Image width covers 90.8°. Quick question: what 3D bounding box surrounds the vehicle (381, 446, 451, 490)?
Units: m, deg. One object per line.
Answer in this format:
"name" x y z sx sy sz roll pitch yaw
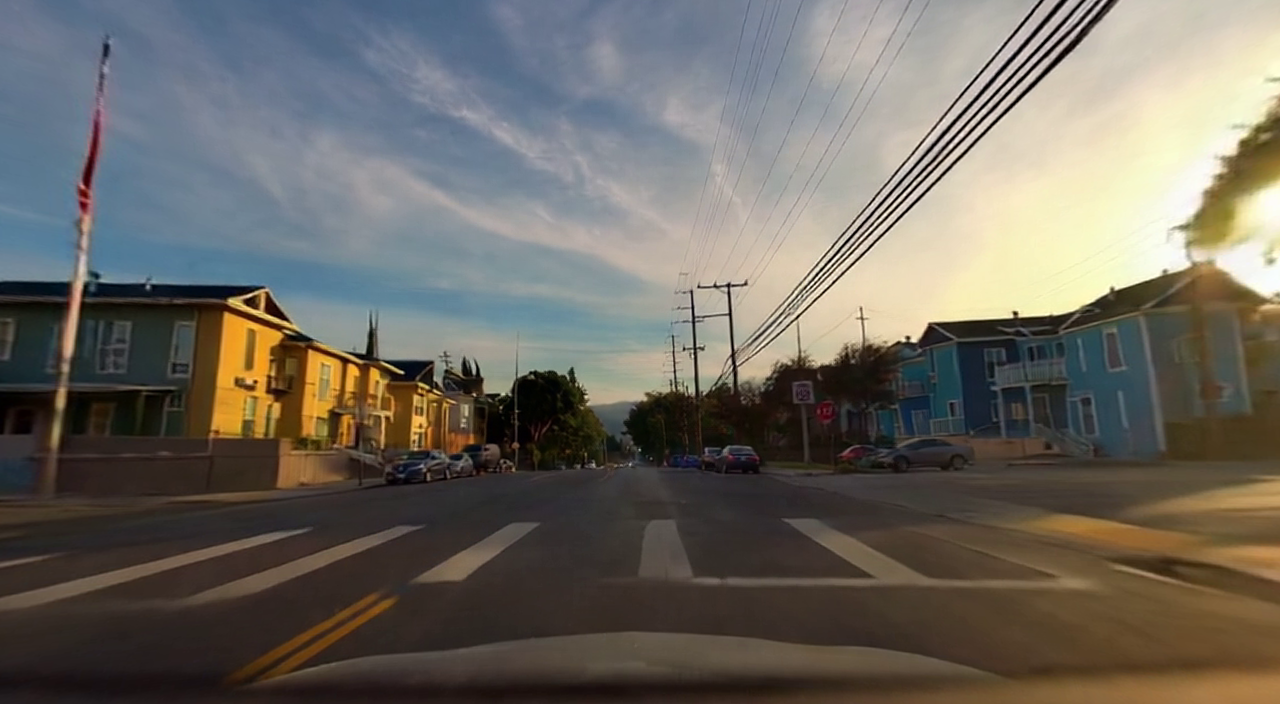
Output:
"vehicle" -10.201 5.319 29.100 1.900 1.683 4.486 -5 -10 -5

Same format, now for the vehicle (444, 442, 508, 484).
"vehicle" -10.526 7.140 41.039 2.687 2.491 5.936 0 -8 -2

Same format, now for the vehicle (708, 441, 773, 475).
"vehicle" 4.842 5.199 31.229 2.059 1.502 4.824 1 -8 -4

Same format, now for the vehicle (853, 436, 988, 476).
"vehicle" 10.800 4.004 24.477 4.336 1.424 1.954 2 -9 -10
